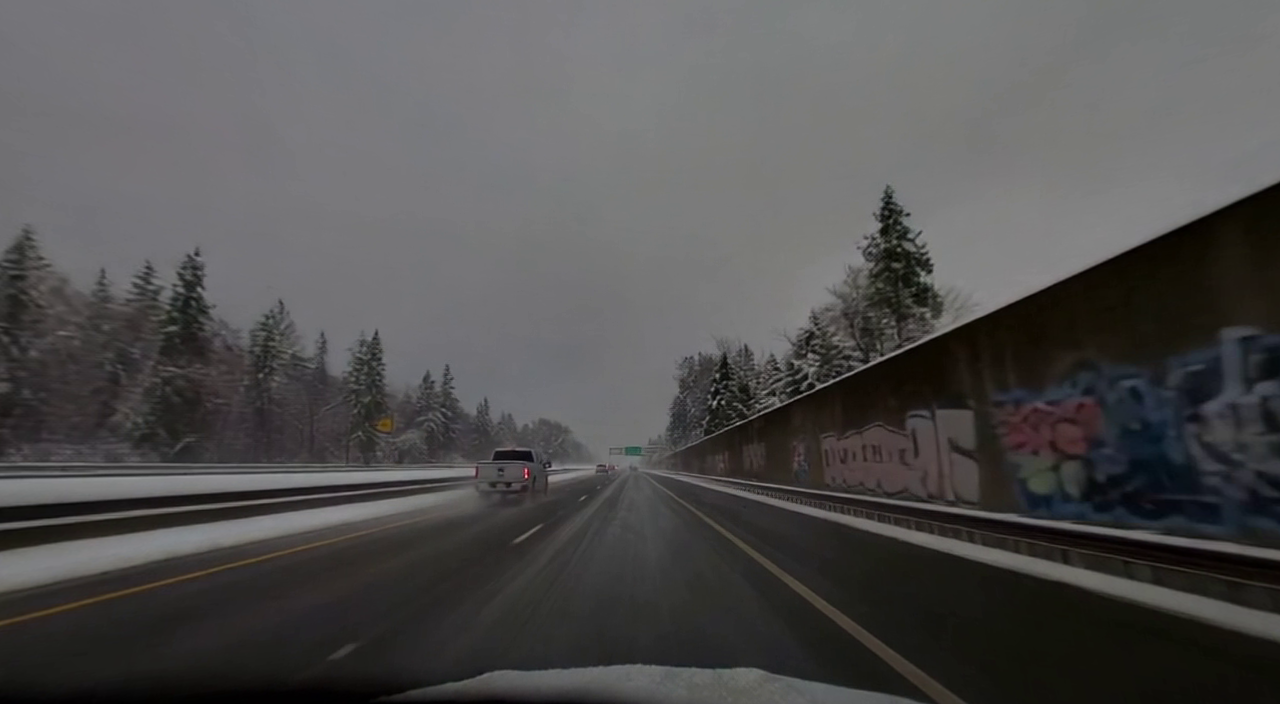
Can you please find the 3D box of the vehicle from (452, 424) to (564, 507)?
[{"bbox_3d":[-4.321,3.952,21.965,2.597,2.434,6.020,1,-11,0],"label":"vehicle"}]
